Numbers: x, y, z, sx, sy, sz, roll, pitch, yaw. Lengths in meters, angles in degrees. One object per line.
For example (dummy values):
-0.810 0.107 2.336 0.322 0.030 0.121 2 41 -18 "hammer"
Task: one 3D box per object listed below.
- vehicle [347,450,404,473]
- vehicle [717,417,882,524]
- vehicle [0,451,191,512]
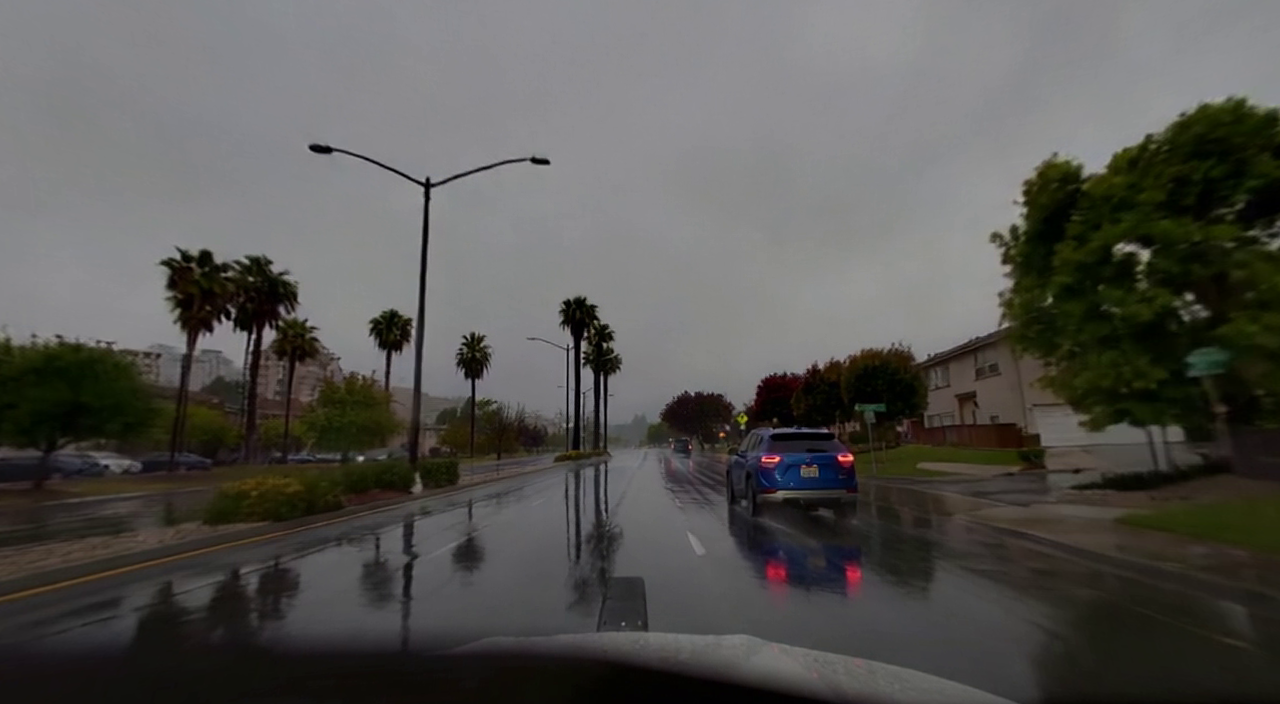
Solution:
-18.565 7.660 44.304 1.900 1.476 4.746 0 -8 1 "vehicle"
3.000 2.371 13.079 2.195 1.804 4.658 0 -8 0 "vehicle"
-15.263 3.576 17.831 2.018 1.438 4.448 1 -8 -6 "vehicle"
